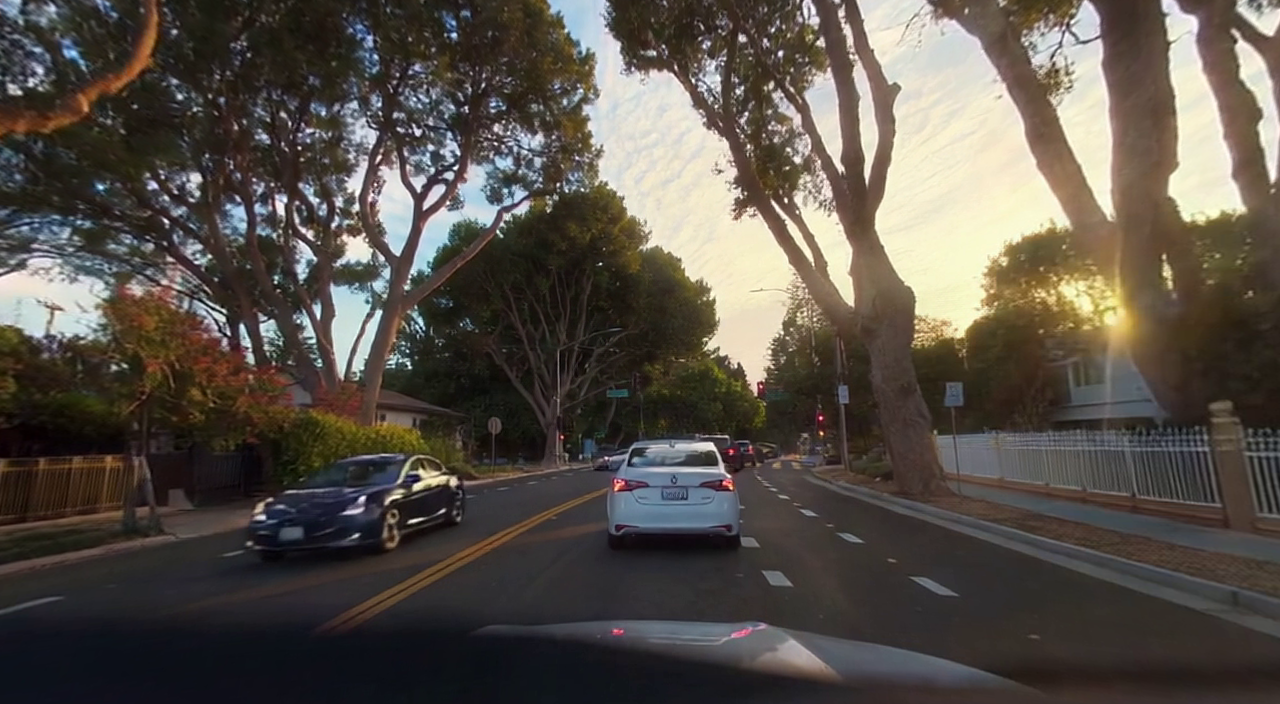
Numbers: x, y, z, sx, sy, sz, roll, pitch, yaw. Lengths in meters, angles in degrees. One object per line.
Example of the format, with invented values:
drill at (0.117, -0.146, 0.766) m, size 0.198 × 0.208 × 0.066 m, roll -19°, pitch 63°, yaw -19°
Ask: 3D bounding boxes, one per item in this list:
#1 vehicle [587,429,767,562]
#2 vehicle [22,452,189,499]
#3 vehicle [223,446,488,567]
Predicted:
vehicle at (0.481, 1.956, 9.338) m, size 2.070 × 1.516 × 3.936 m, roll 0°, pitch -8°, yaw 2°
vehicle at (-18.150, 4.175, 21.524) m, size 4.069 × 1.445 × 2.063 m, roll -1°, pitch -9°, yaw 8°
vehicle at (-4.180, 2.302, 10.324) m, size 1.956 × 1.488 × 4.560 m, roll -1°, pitch -8°, yaw 4°
